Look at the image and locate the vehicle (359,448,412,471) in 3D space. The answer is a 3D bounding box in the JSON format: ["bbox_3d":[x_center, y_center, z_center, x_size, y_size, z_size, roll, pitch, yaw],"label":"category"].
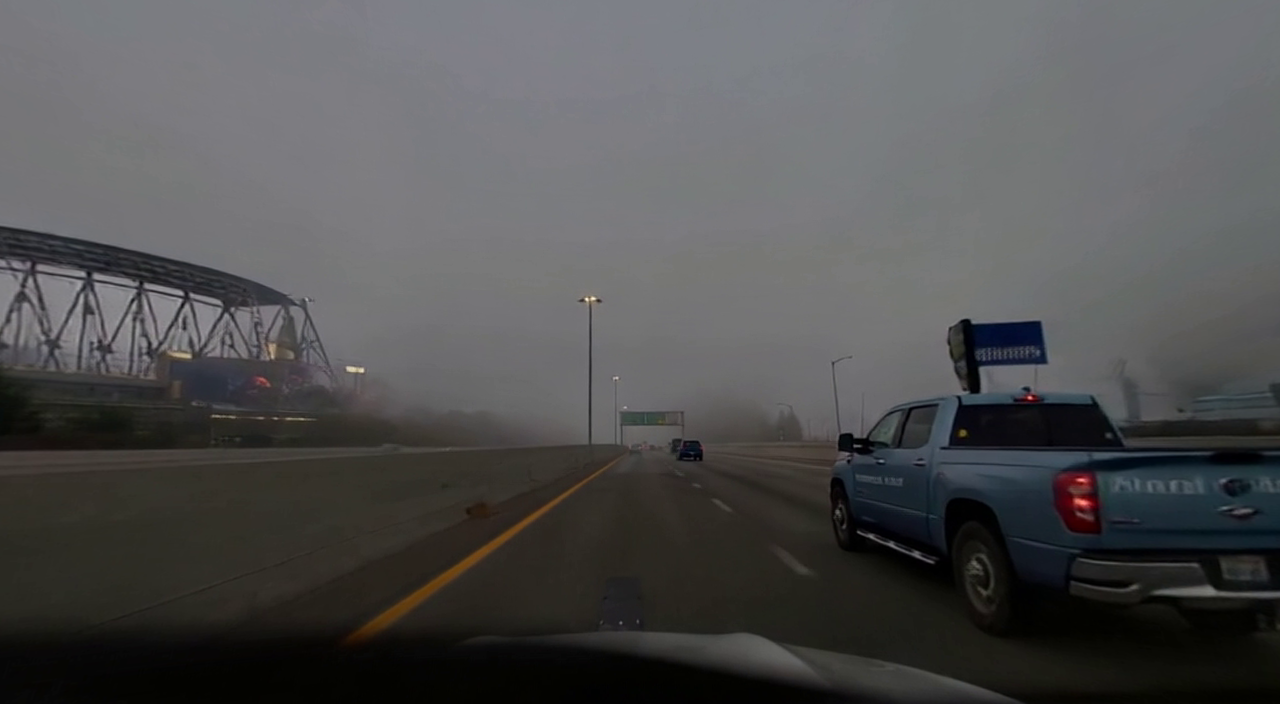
[{"bbox_3d":[-18.293,7.723,45.619,1.962,1.492,4.570,0,-8,-1],"label":"vehicle"}]

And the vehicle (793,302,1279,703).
[{"bbox_3d":[3.078,1.107,5.433,2.199,2.002,4.970,0,-8,-1],"label":"vehicle"}]

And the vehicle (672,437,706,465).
[{"bbox_3d":[3.324,6.771,43.394,1.973,1.774,4.092,0,-9,-1],"label":"vehicle"}]
